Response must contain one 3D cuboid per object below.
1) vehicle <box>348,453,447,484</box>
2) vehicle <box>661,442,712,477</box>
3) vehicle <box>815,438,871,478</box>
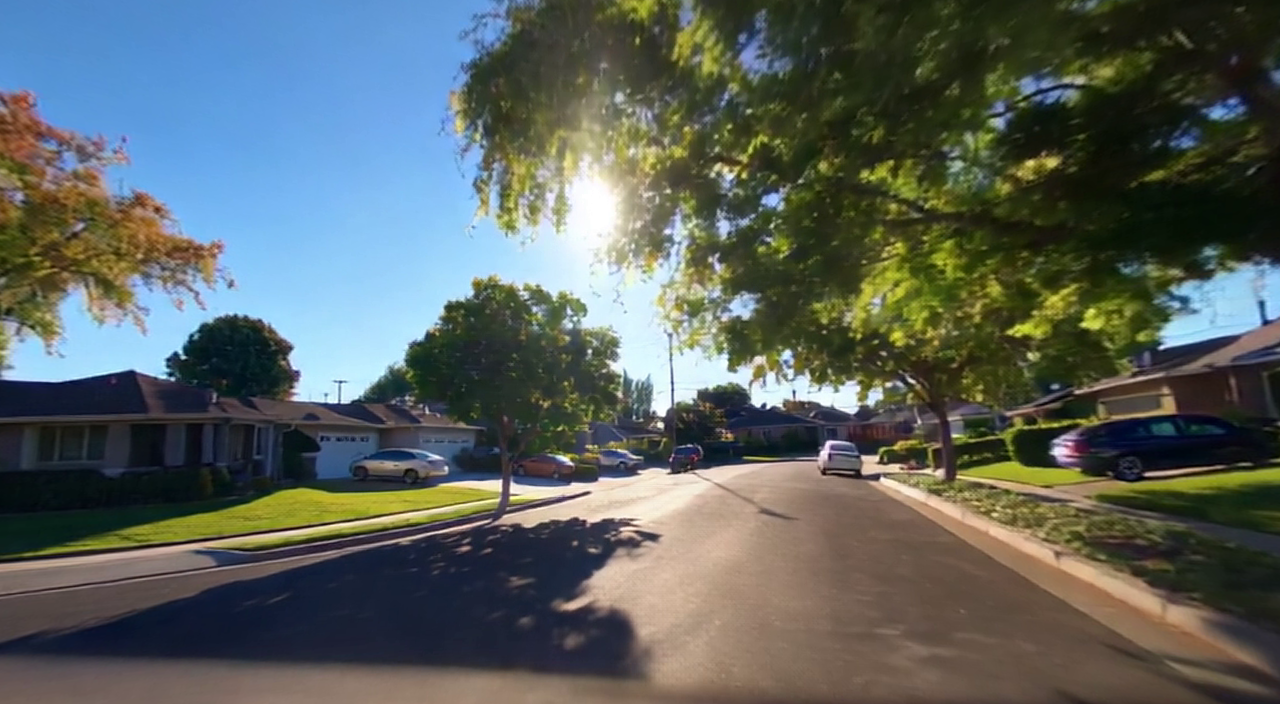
[{"bbox_3d":[-12.334,5.906,32.196,4.404,1.495,1.844,-2,-9,15],"label":"vehicle"},{"bbox_3d":[2.977,6.676,39.546,2.208,1.834,4.675,-8,-10,13],"label":"vehicle"},{"bbox_3d":[8.874,4.625,27.919,2.005,1.553,3.984,0,-8,13],"label":"vehicle"}]
